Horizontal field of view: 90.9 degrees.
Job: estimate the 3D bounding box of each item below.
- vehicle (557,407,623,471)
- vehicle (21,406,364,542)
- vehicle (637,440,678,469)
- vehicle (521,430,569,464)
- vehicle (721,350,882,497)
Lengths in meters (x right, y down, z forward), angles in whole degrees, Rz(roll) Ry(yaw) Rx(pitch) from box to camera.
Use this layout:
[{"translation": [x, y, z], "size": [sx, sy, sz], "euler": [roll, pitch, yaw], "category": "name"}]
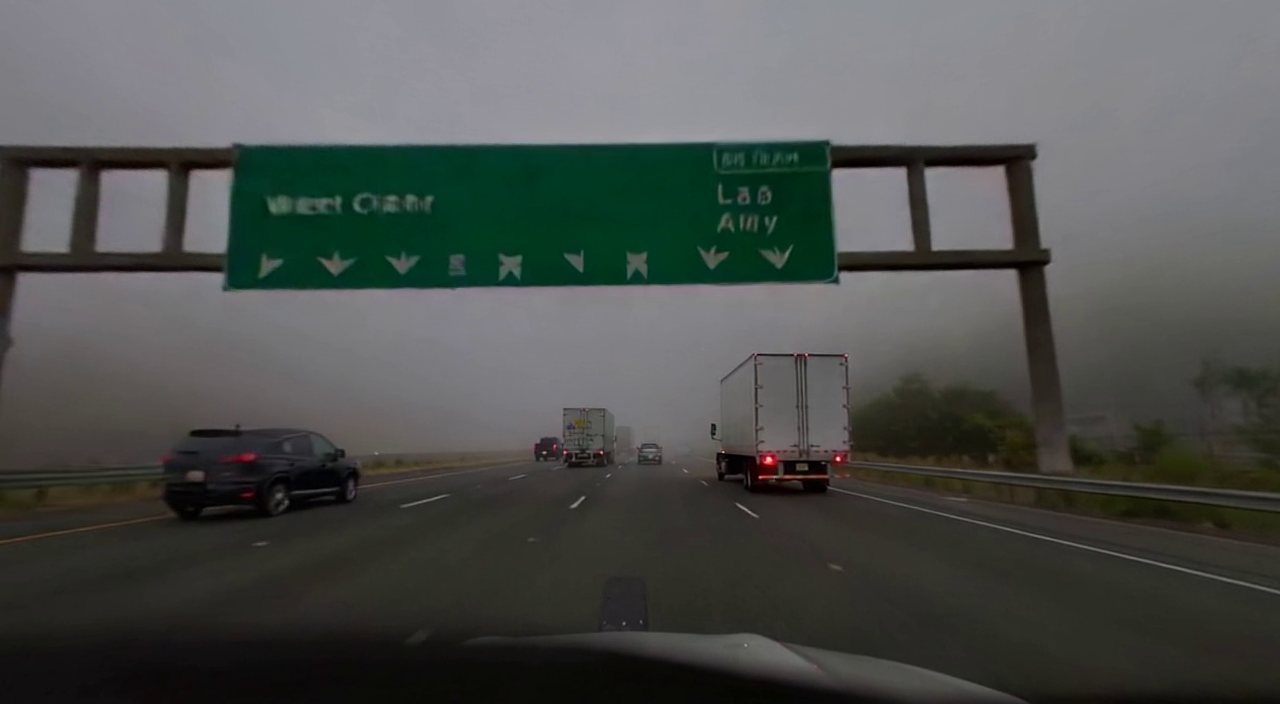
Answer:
[{"translation": [-2.622, 4.949, 35.624], "size": [2.745, 3.156, 7.608], "euler": [0, -8, 2], "category": "vehicle"}, {"translation": [-7.319, 2.065, 11.322], "size": [2.272, 1.850, 5.156], "euler": [0, -8, 1], "category": "vehicle"}, {"translation": [0.966, 5.550, 34.320], "size": [2.105, 1.502, 4.068], "euler": [0, -8, 2], "category": "vehicle"}, {"translation": [-6.578, 6.694, 44.343], "size": [2.322, 2.195, 5.556], "euler": [0, -8, 2], "category": "vehicle"}, {"translation": [4.328, 2.252, 18.909], "size": [2.895, 3.484, 7.631], "euler": [0, -8, 1], "category": "vehicle"}]
